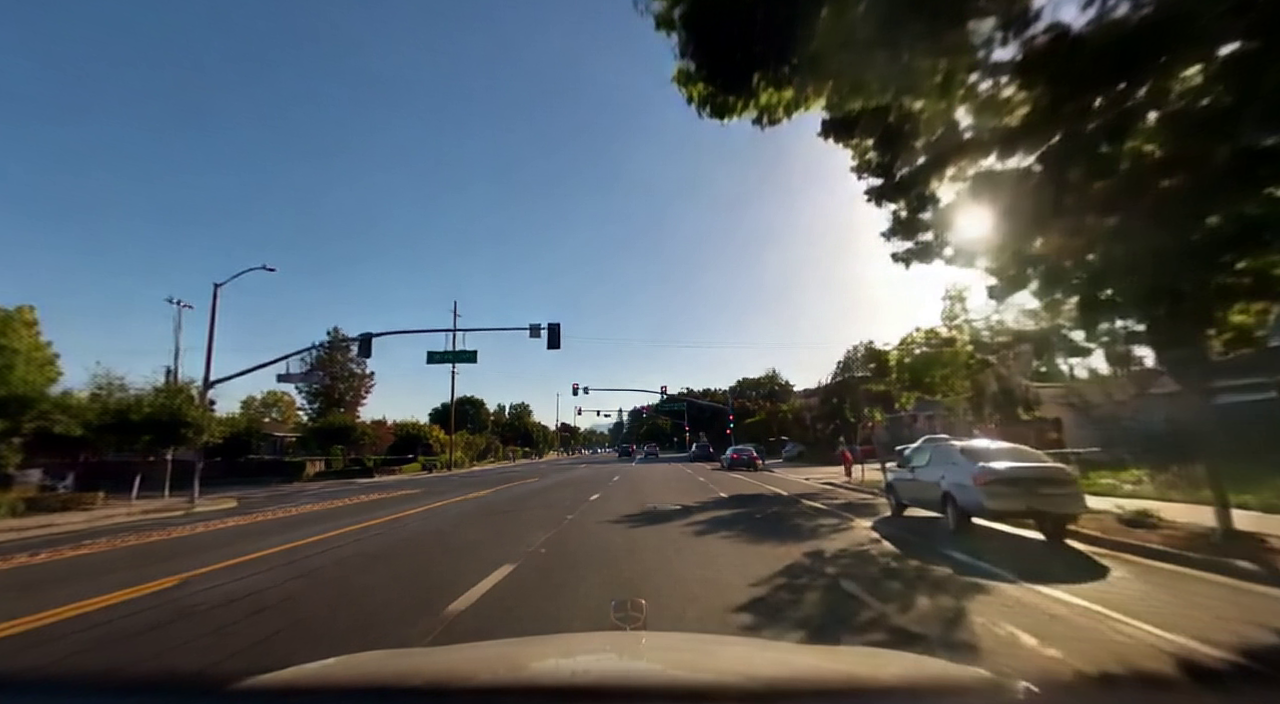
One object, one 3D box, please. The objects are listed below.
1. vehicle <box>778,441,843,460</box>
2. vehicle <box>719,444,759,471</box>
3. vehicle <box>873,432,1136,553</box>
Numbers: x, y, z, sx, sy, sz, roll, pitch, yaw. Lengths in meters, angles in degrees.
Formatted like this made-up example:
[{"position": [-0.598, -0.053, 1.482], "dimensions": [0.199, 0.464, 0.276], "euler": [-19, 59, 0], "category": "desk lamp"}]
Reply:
[{"position": [13.236, 7.644, 49.059], "dimensions": [4.461, 1.461, 1.805], "euler": [0, -9, 0], "category": "vehicle"}, {"position": [6.056, 6.512, 39.092], "dimensions": [1.855, 1.520, 4.808], "euler": [0, -9, 2], "category": "vehicle"}, {"position": [5.557, 2.164, 10.396], "dimensions": [1.950, 1.567, 4.083], "euler": [0, -9, 1], "category": "vehicle"}]
